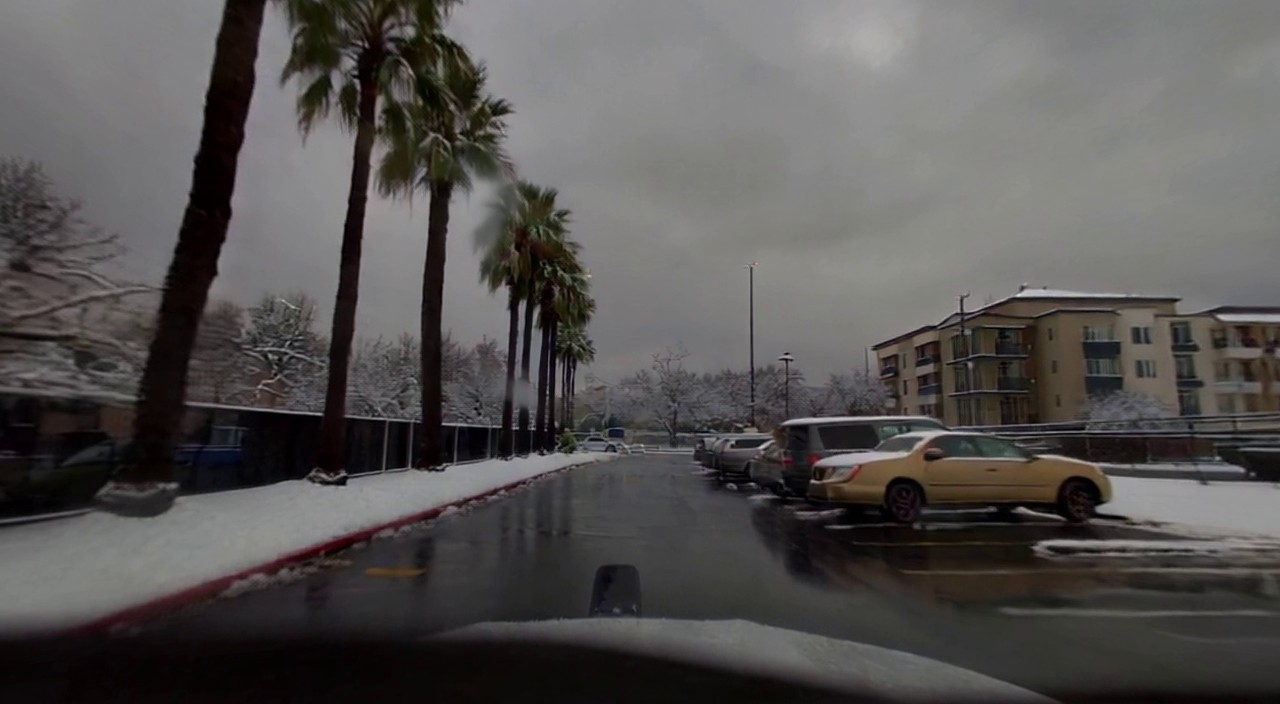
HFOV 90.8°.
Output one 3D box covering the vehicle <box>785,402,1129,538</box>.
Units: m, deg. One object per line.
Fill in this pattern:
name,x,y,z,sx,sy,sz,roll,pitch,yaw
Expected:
vehicle,4.921,1.886,10.356,4.609,1.734,1.909,3,-8,1
